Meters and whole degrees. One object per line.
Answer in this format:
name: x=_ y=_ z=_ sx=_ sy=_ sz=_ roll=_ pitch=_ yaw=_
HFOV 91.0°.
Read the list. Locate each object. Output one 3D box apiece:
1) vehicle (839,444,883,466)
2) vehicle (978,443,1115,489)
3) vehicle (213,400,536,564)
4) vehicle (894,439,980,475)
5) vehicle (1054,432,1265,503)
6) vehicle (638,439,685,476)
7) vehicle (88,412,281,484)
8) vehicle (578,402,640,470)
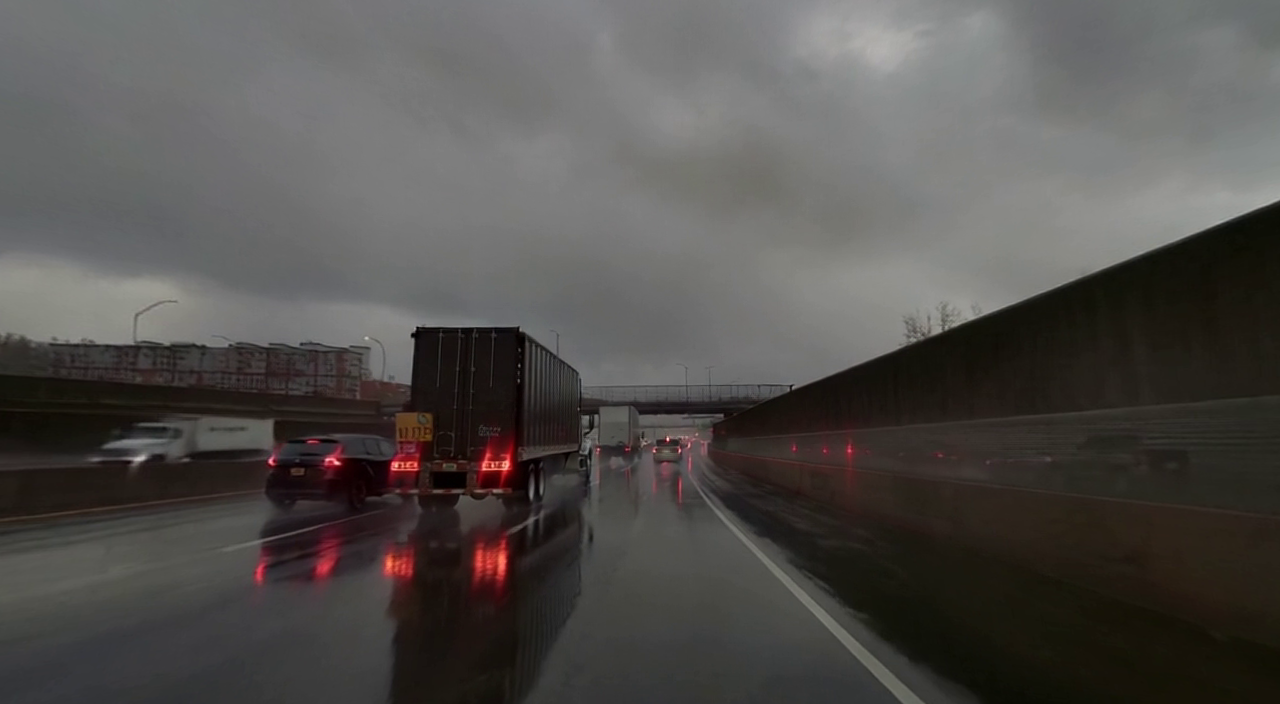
vehicle: x=16.064 y=7.509 z=46.015 sx=1.859 sy=1.452 sz=4.749 roll=-1 pitch=-9 yaw=4
vehicle: x=14.390 y=4.049 z=22.738 sx=1.872 sy=1.454 sz=4.908 roll=0 pitch=-9 yaw=3
vehicle: x=-3.304 y=1.714 z=8.893 sx=2.896 sy=1.779 sz=3.441 roll=1 pitch=-9 yaw=2
vehicle: x=14.901 y=5.292 z=31.972 sx=2.237 sy=1.656 sz=4.676 roll=0 pitch=-9 yaw=2
vehicle: x=14.071 y=3.148 z=17.569 sx=2.022 sy=1.675 sz=4.792 roll=-1 pitch=-9 yaw=4
vehicle: x=1.109 y=5.167 z=31.029 sx=2.178 sy=1.640 sz=4.071 roll=-1 pitch=-9 yaw=4
vehicle: x=-18.742 y=4.056 z=26.632 sx=2.693 sy=2.620 sz=6.899 roll=0 pitch=-9 yaw=3
vehicle: x=-1.795 y=5.578 z=41.222 sx=3.073 sy=3.894 sz=9.782 roll=-1 pitch=-9 yaw=3
